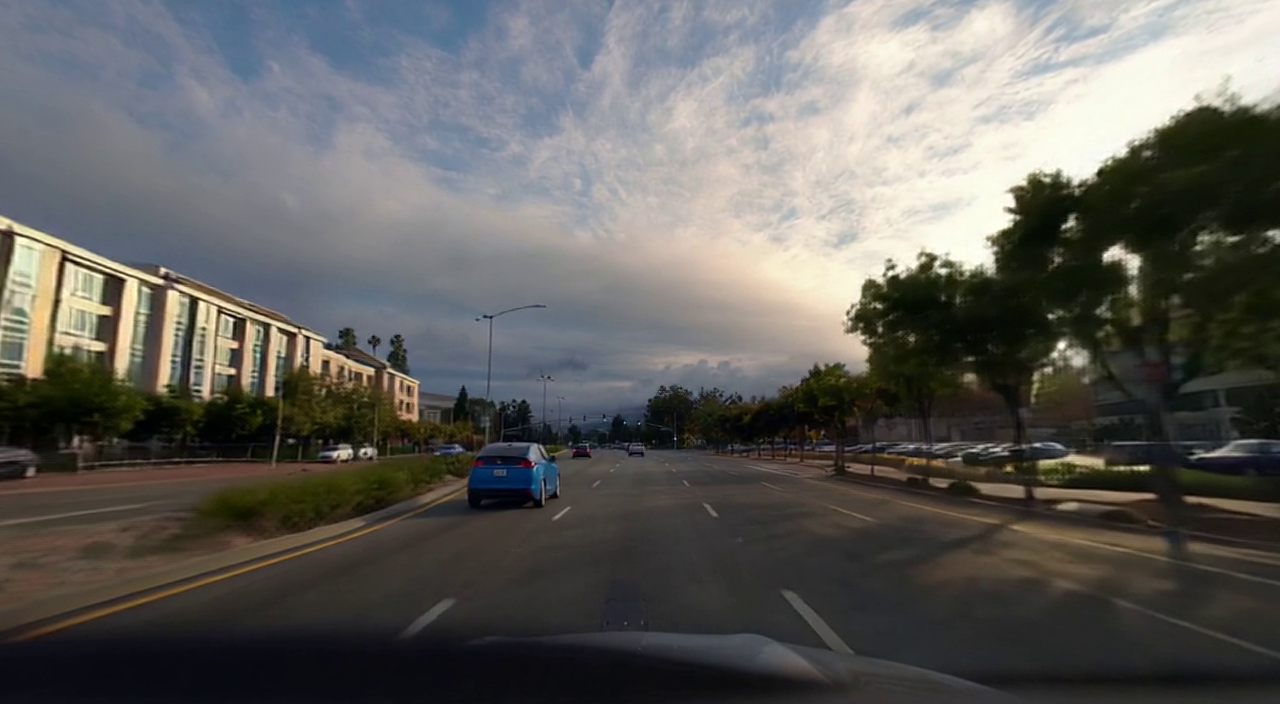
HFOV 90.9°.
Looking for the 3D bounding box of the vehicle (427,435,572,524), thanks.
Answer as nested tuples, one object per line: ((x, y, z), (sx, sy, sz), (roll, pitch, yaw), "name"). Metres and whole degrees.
((-2.823, 2.646, 13.726), (2.009, 1.489, 4.543), (-3, -8, 1), "vehicle")
